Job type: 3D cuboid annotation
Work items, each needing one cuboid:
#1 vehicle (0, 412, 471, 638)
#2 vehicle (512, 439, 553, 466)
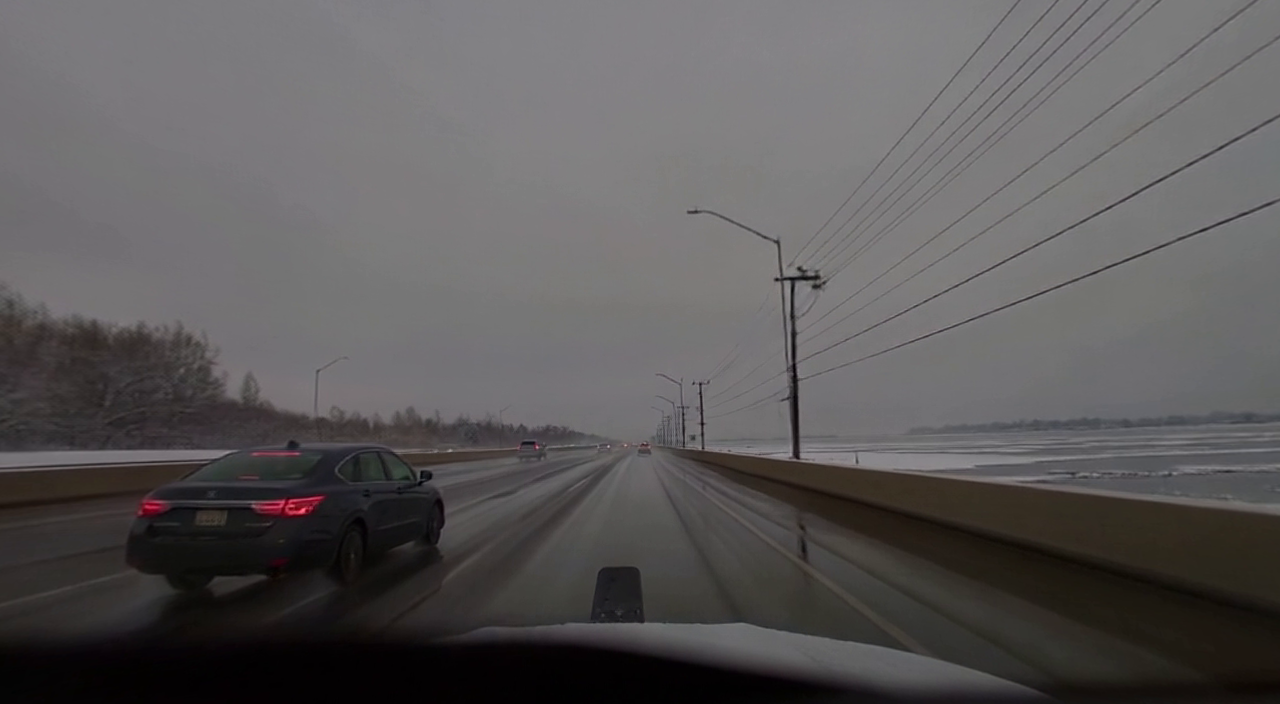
[{"bbox_3d":[-3.390,1.496,6.525,2.015,1.501,4.454,0,-8,0],"label":"vehicle"},{"bbox_3d":[-7.409,6.989,44.013,2.050,1.717,4.418,0,-8,0],"label":"vehicle"}]
